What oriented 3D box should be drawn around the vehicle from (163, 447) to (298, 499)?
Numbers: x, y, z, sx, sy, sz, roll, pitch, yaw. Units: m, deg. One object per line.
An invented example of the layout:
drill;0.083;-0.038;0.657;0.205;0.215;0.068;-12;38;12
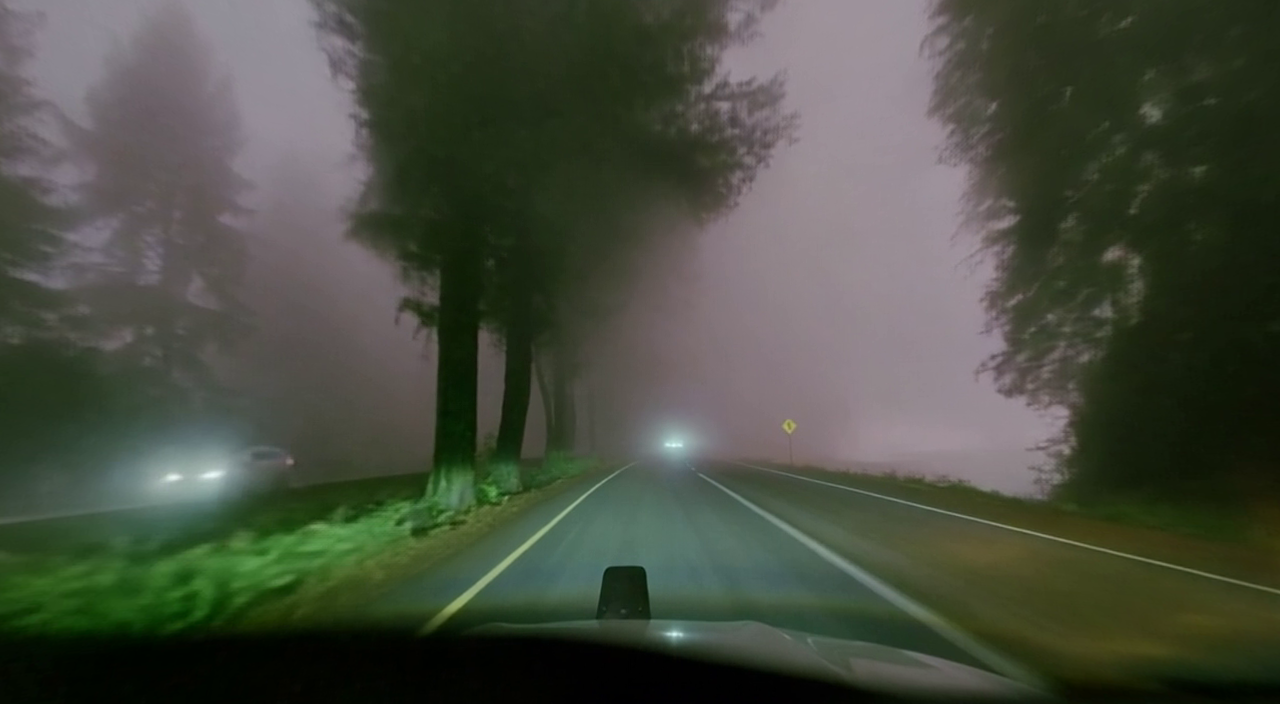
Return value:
vehicle;-15.818;4.655;24.736;2.010;1.801;4.777;0;-8;1
